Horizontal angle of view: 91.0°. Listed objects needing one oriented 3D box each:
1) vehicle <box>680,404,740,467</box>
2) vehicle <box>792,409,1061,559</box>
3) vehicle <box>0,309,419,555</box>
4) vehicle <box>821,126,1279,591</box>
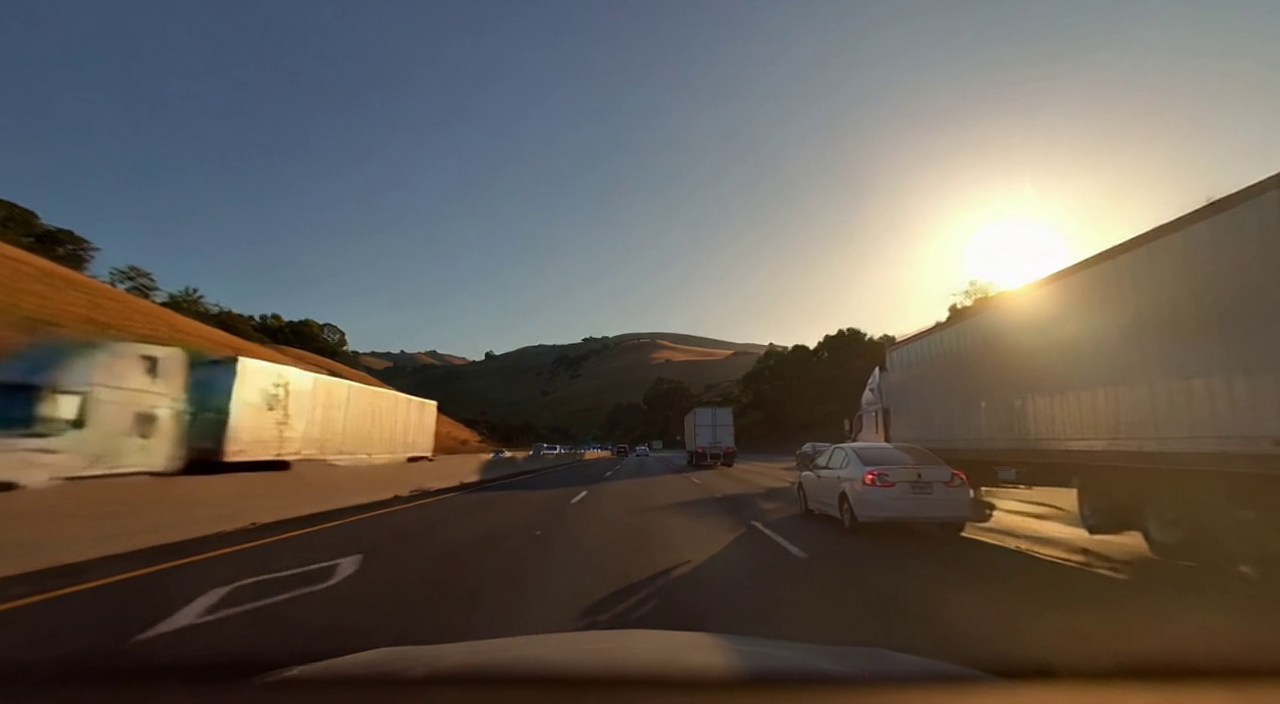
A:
[{"bbox_3d":[4.736,6.075,45.071,3.049,3.968,10.706,0,-9,0],"label":"vehicle"},{"bbox_3d":[3.858,1.863,9.520,2.055,1.737,4.224,0,-9,0],"label":"vehicle"},{"bbox_3d":[-9.210,2.010,14.855,3.049,3.230,13.174,0,-9,1],"label":"vehicle"},{"bbox_3d":[7.411,1.123,12.697,2.947,4.199,16.175,0,-9,1],"label":"vehicle"}]
